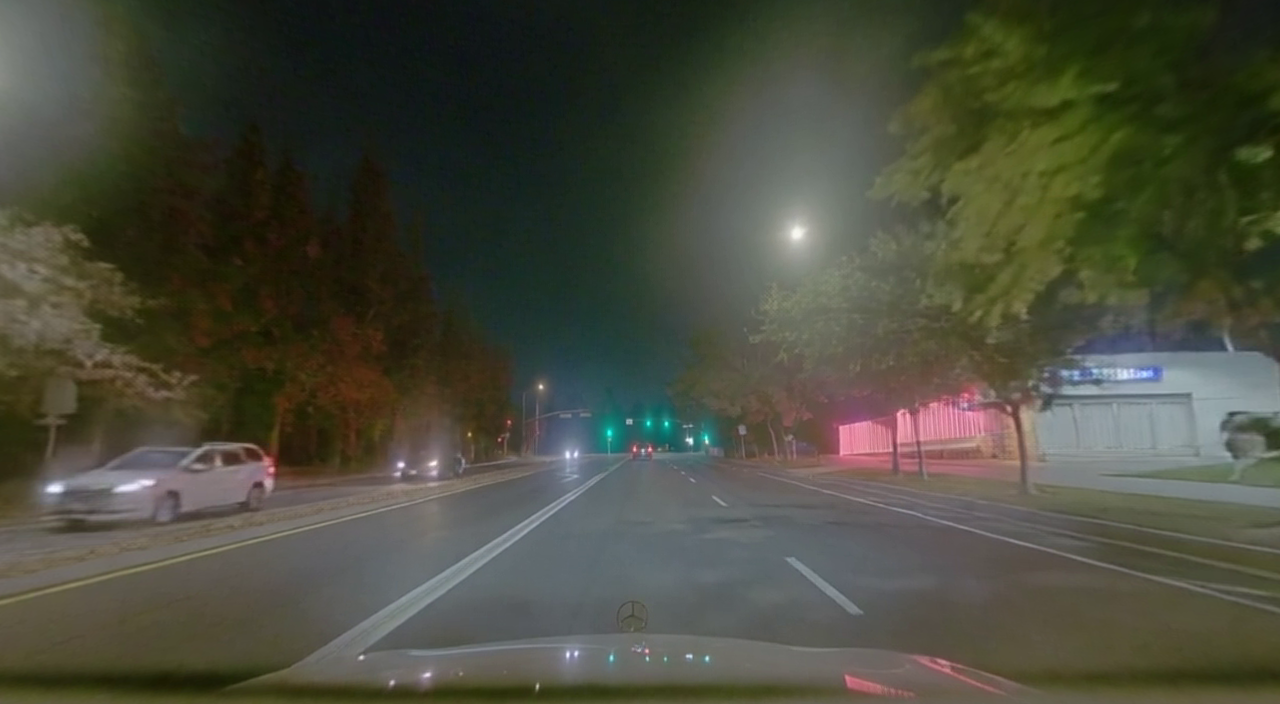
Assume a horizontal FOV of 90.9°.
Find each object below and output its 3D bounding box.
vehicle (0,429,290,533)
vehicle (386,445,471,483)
[{"bbox_3d":[-9.910,2.578,13.283,2.230,1.777,4.797,0,-8,1],"label":"vehicle"},{"bbox_3d":[-8.923,4.753,27.004,1.946,1.470,4.443,0,-8,2],"label":"vehicle"}]
